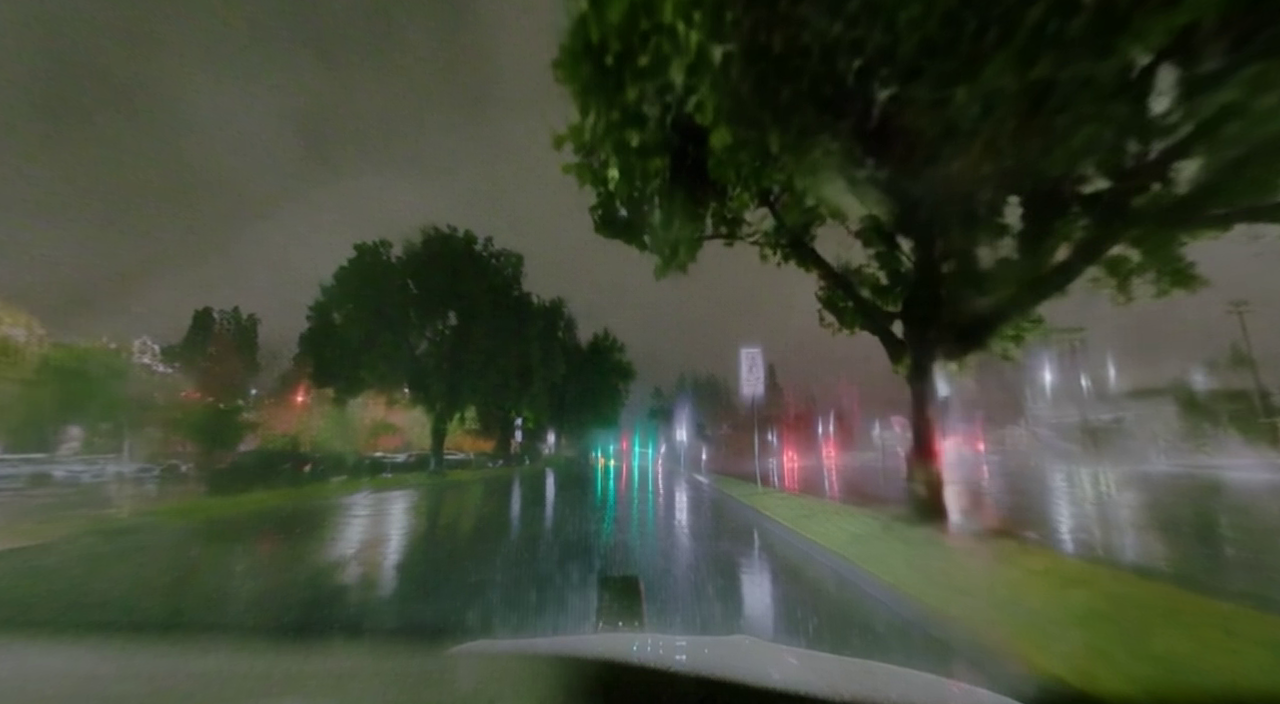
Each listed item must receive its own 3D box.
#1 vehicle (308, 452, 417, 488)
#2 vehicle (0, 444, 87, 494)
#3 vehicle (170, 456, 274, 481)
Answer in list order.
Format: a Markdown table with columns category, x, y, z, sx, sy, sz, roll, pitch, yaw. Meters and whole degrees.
| category | x | y | z | sx | sy | sz | roll | pitch | yaw |
| --- | --- | --- | --- | --- | --- | --- | --- | --- | --- |
| vehicle | -13.737 | 5.843 | 31.342 | 4.422 | 1.694 | 2.026 | 0 | -9 | 1 |
| vehicle | -26.321 | 4.791 | 25.977 | 4.615 | 1.930 | 2.381 | 0 | -9 | -2 |
| vehicle | -26.697 | 7.451 | 40.321 | 5.024 | 1.494 | 2.242 | 0 | -9 | 1 |
